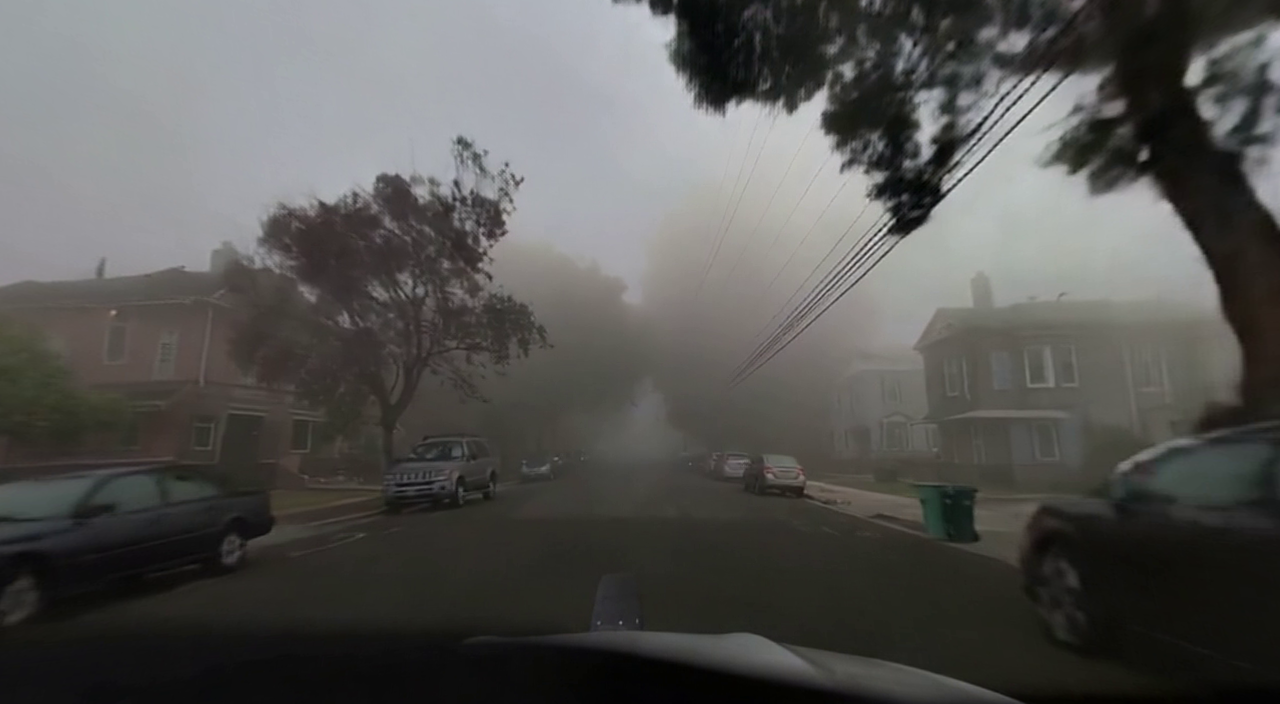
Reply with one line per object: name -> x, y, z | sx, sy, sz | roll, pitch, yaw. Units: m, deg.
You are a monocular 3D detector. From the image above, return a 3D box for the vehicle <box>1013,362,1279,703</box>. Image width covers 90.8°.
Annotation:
vehicle -> 3.857, 0.932, 2.579 | 2.049, 1.776, 4.285 | 1, -9, 0

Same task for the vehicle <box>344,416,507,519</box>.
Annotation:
vehicle -> -5.165, 2.893, 16.330 | 2.242, 2.135, 5.566 | -1, -9, 0

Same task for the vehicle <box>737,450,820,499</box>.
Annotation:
vehicle -> 4.554, 4.091, 21.508 | 1.893, 1.437, 4.369 | 1, -9, 1

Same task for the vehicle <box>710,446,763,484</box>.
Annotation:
vehicle -> 4.564, 5.388, 30.467 | 1.979, 1.620, 4.684 | 1, -9, 2

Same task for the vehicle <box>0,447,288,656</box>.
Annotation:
vehicle -> -5.317, 1.580, 5.620 | 1.824, 1.417, 4.395 | -1, -9, 0

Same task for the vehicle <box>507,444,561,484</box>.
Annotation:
vehicle -> -5.070, 5.378, 30.732 | 1.873, 1.709, 4.206 | -3, -8, 1
